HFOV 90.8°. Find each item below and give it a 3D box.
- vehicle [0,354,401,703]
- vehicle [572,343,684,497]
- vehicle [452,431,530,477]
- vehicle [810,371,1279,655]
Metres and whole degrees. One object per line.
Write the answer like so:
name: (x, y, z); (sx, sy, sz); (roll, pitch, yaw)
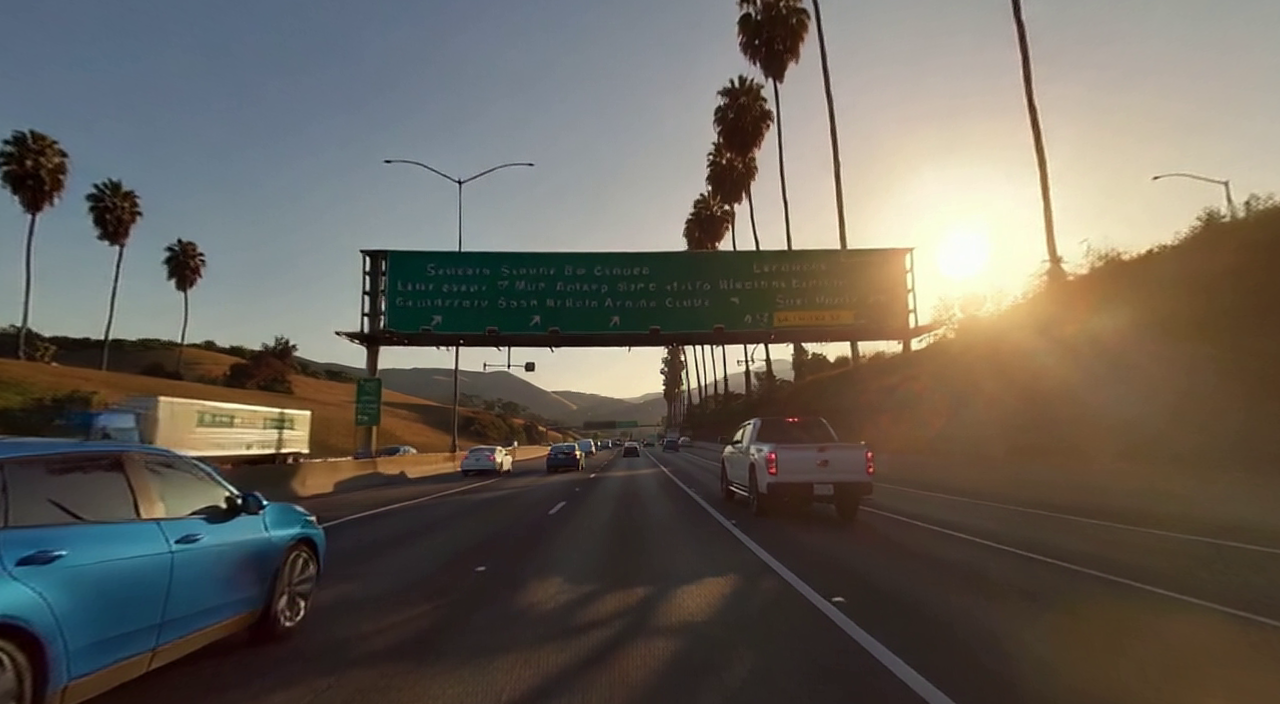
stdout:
vehicle: (-3.221, 1.106, 3.904); (1.885, 1.654, 4.103); (0, -9, 0)
vehicle: (-0.259, 2.586, 22.004); (2.906, 4.040, 10.743); (0, -9, 1)
vehicle: (-6.945, 4.843, 30.175); (2.344, 1.954, 5.579); (0, -9, 0)
vehicle: (3.123, 1.159, 5.577); (1.859, 1.416, 4.695); (0, -9, -1)
